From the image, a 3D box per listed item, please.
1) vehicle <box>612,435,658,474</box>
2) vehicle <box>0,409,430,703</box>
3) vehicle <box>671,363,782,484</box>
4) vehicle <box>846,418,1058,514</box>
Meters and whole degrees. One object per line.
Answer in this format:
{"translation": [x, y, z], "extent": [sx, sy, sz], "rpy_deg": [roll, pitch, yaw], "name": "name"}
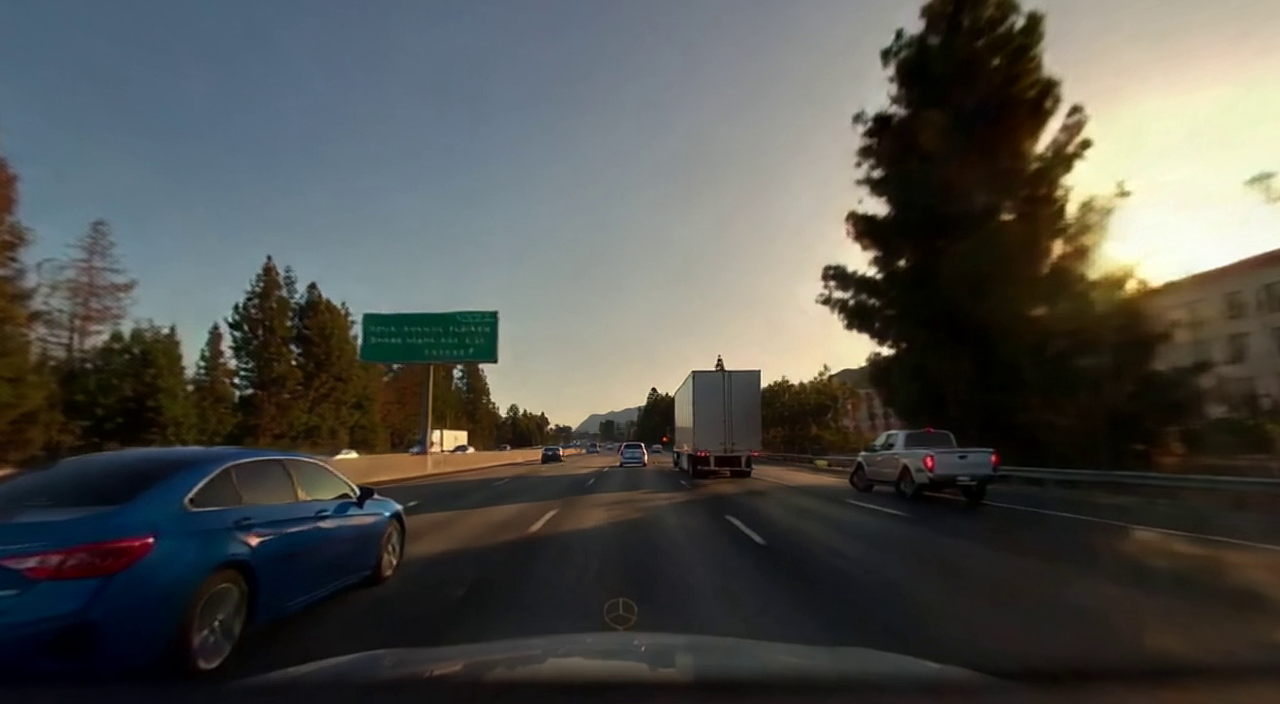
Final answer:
{"translation": [-0.279, 5.263, 32.535], "extent": [2.203, 1.805, 4.358], "rpy_deg": [0, -9, -1], "name": "vehicle"}
{"translation": [-3.109, 1.222, 4.167], "extent": [1.864, 1.406, 4.544], "rpy_deg": [0, -9, 0], "name": "vehicle"}
{"translation": [3.282, 3.568, 28.991], "extent": [2.876, 4.086, 15.117], "rpy_deg": [0, -9, 0], "name": "vehicle"}
{"translation": [6.834, 2.594, 14.793], "extent": [2.106, 1.795, 5.489], "rpy_deg": [0, -9, 0], "name": "vehicle"}
